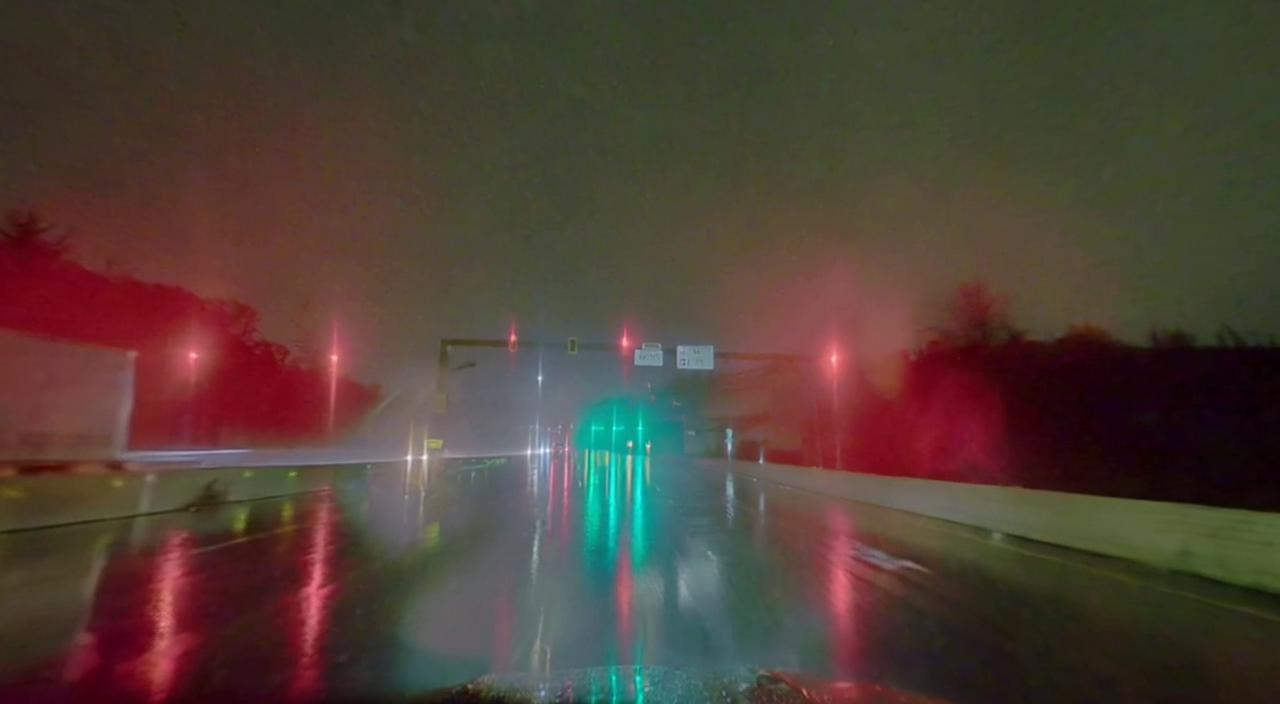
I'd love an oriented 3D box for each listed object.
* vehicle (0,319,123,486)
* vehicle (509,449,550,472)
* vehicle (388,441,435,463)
[{"bbox_3d":[-16.033,1.001,13.365,2.871,3.750,8.499,0,-9,-1],"label":"vehicle"},{"bbox_3d":[-7.188,7.085,41.437,2.012,1.456,4.309,0,-9,-1],"label":"vehicle"},{"bbox_3d":[-17.021,7.448,47.193,1.934,1.523,4.545,0,-8,-1],"label":"vehicle"}]
